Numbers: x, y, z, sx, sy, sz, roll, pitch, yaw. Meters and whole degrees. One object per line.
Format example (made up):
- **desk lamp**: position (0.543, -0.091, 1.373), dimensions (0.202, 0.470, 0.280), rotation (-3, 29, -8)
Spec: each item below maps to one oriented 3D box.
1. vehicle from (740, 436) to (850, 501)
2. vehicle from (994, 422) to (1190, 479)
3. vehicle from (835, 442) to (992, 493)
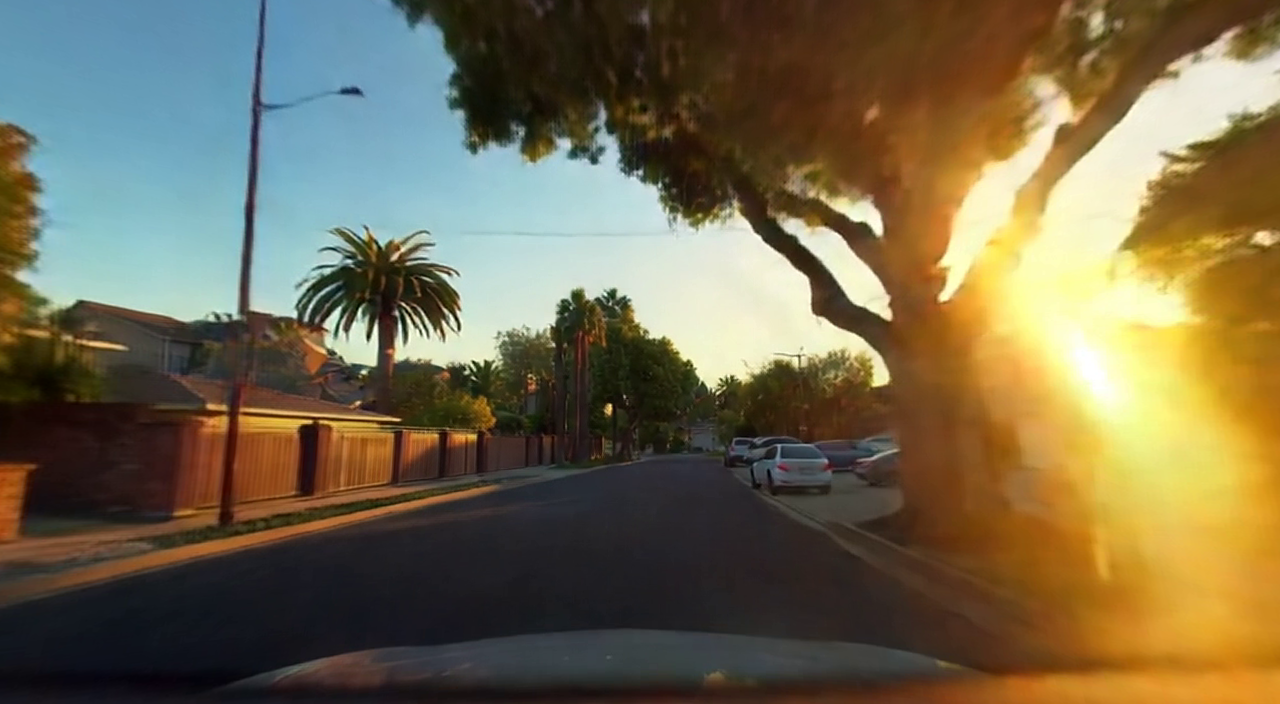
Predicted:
- **vehicle**: position (4.363, 3.344, 18.590), dimensions (2.051, 1.676, 4.497), rotation (0, -9, -1)
- **vehicle**: position (13.207, 2.882, 18.803), dimensions (4.246, 1.488, 1.943), rotation (-1, -8, 15)
- **vehicle**: position (8.427, 3.572, 19.762), dimensions (4.057, 1.483, 1.828), rotation (0, -8, 0)
